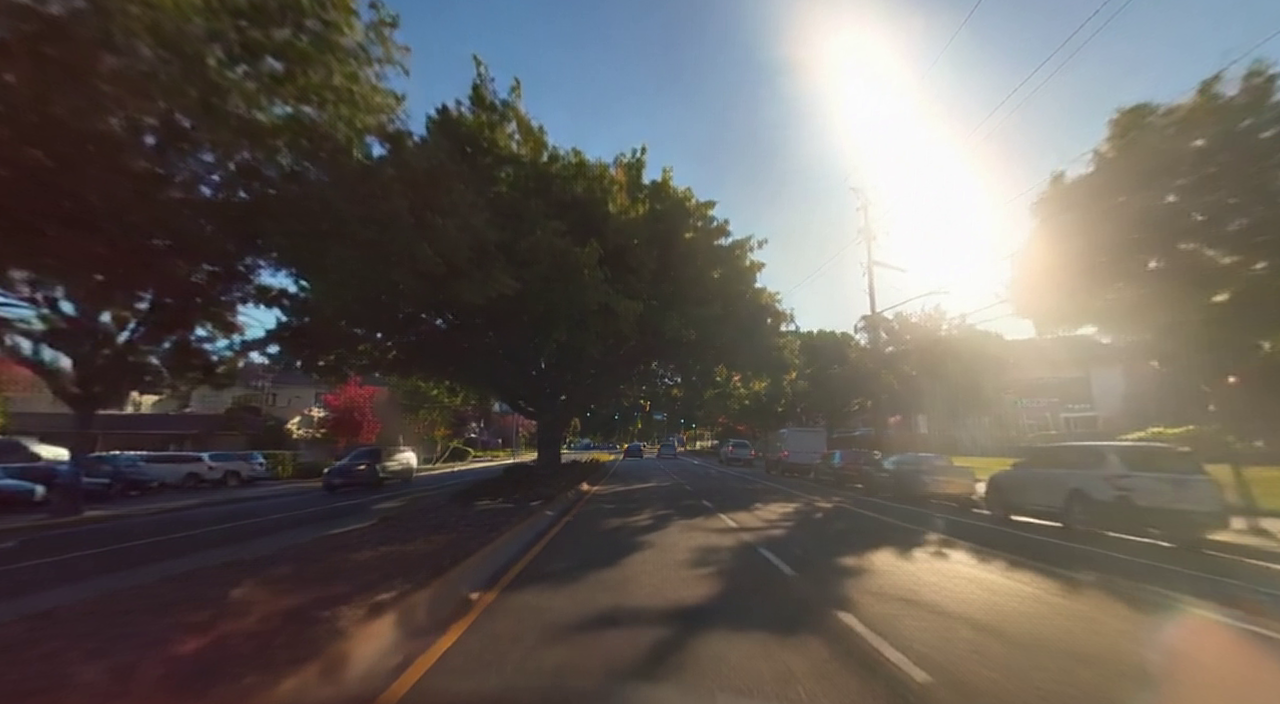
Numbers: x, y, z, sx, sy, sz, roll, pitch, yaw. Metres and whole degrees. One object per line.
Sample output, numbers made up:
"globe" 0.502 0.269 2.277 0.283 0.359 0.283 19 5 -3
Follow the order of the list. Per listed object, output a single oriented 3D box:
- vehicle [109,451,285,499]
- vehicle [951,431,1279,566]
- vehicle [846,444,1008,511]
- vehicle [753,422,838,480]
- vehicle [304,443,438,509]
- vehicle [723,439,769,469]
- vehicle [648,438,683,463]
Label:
"vehicle" -14.823 4.079 21.250 4.635 1.457 2.060 -2 -8 10
"vehicle" 7.400 2.151 10.256 1.951 1.601 5.147 0 -8 -1
"vehicle" 7.180 3.147 16.508 1.862 1.464 4.892 0 -8 -1
"vehicle" 7.100 4.607 29.659 2.323 2.433 5.901 0 -8 -2
"vehicle" -7.654 3.359 17.716 2.165 1.567 4.700 6 -11 -38
"vehicle" 7.011 6.819 42.306 2.088 1.848 4.936 0 -9 -2
"vehicle" 1.871 7.563 48.607 2.293 1.814 4.589 0 -8 -3
